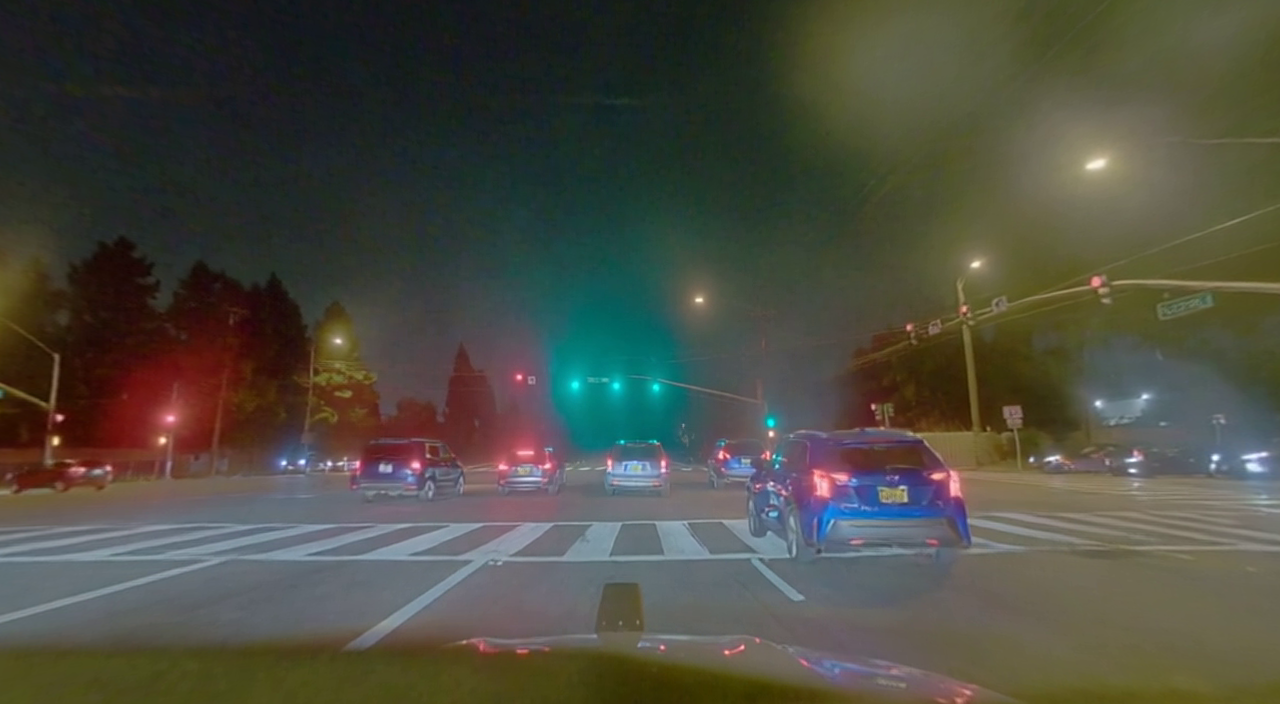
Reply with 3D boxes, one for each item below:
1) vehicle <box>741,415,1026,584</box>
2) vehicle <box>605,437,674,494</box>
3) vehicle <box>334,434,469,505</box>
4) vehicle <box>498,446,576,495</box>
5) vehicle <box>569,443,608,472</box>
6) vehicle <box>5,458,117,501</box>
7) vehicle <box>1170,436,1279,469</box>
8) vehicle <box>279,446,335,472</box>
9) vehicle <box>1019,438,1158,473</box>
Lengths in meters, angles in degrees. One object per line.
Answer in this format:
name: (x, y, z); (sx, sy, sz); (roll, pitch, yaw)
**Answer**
vehicle: (2.780, 1.805, 8.567); (2.034, 1.655, 4.465); (0, -9, -1)
vehicle: (-0.009, 3.752, 21.265); (2.111, 1.712, 4.078); (0, -9, 0)
vehicle: (-6.784, 3.391, 18.653); (2.116, 1.812, 4.609); (0, -9, 1)
vehicle: (-3.372, 3.967, 21.592); (1.881, 1.466, 4.484); (0, -9, 1)
vehicle: (-3.171, 6.595, 39.698); (1.939, 1.652, 4.268); (0, -9, 2)
vehicle: (-23.215, 5.037, 25.301); (4.450, 1.491, 1.974); (-5, -10, 30)
vehicle: (27.736, 4.678, 29.393); (4.514, 1.459, 1.847); (0, -9, -2)
vehicle: (-24.965, 8.022, 47.492); (1.889, 1.814, 4.086); (0, -9, 1)
vehicle: (20.299, 4.703, 28.755); (4.830, 1.493, 1.930); (0, -9, -1)
